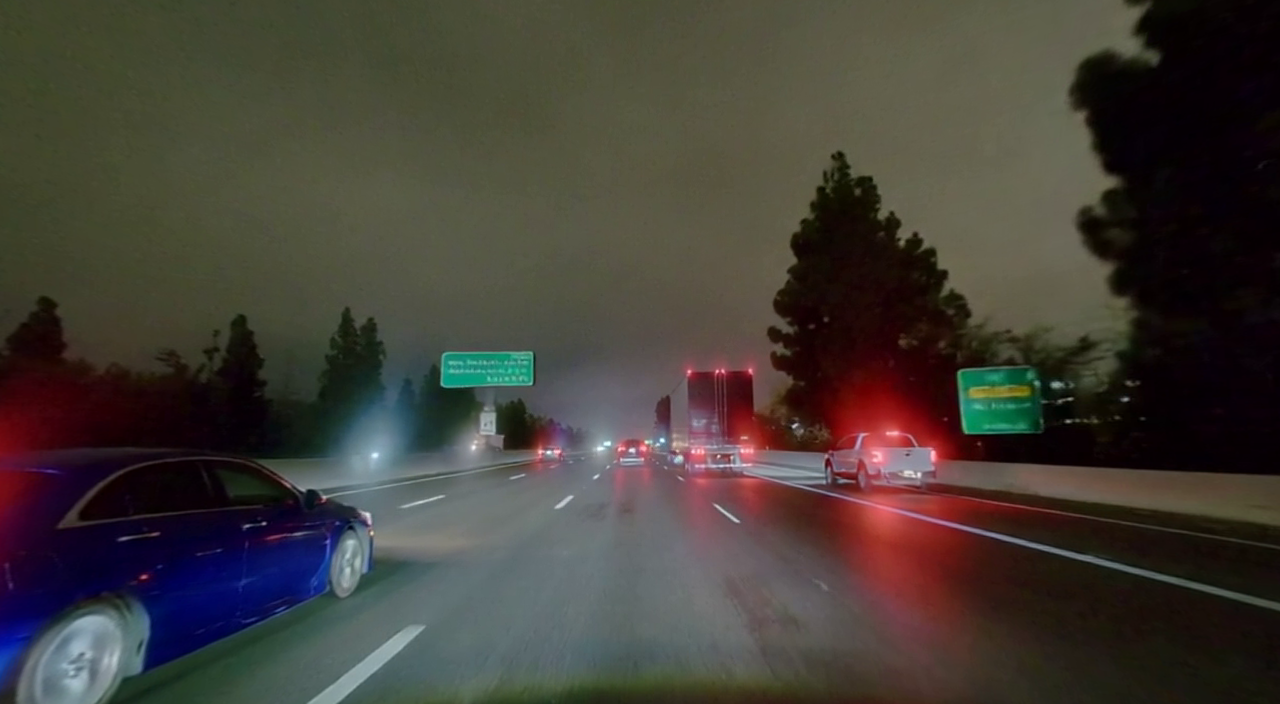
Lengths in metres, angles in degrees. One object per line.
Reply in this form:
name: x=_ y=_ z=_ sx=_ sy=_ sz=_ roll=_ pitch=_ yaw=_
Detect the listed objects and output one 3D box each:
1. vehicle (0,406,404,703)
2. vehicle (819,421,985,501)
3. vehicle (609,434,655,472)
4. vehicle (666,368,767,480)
vehicle: x=-3.090 y=1.098 z=3.435 sx=1.864 sy=1.406 sz=4.544 roll=0 pitch=-9 yaw=0
vehicle: x=6.762 y=2.917 z=17.208 sx=2.106 sy=1.795 sz=5.489 roll=0 pitch=-9 yaw=-1
vehicle: x=-0.421 y=5.213 z=32.694 sx=2.203 sy=1.805 sz=4.358 roll=0 pitch=-9 yaw=-1
vehicle: x=3.120 y=3.772 z=30.771 sx=2.876 sy=4.086 sz=15.117 roll=0 pitch=-9 yaw=0
